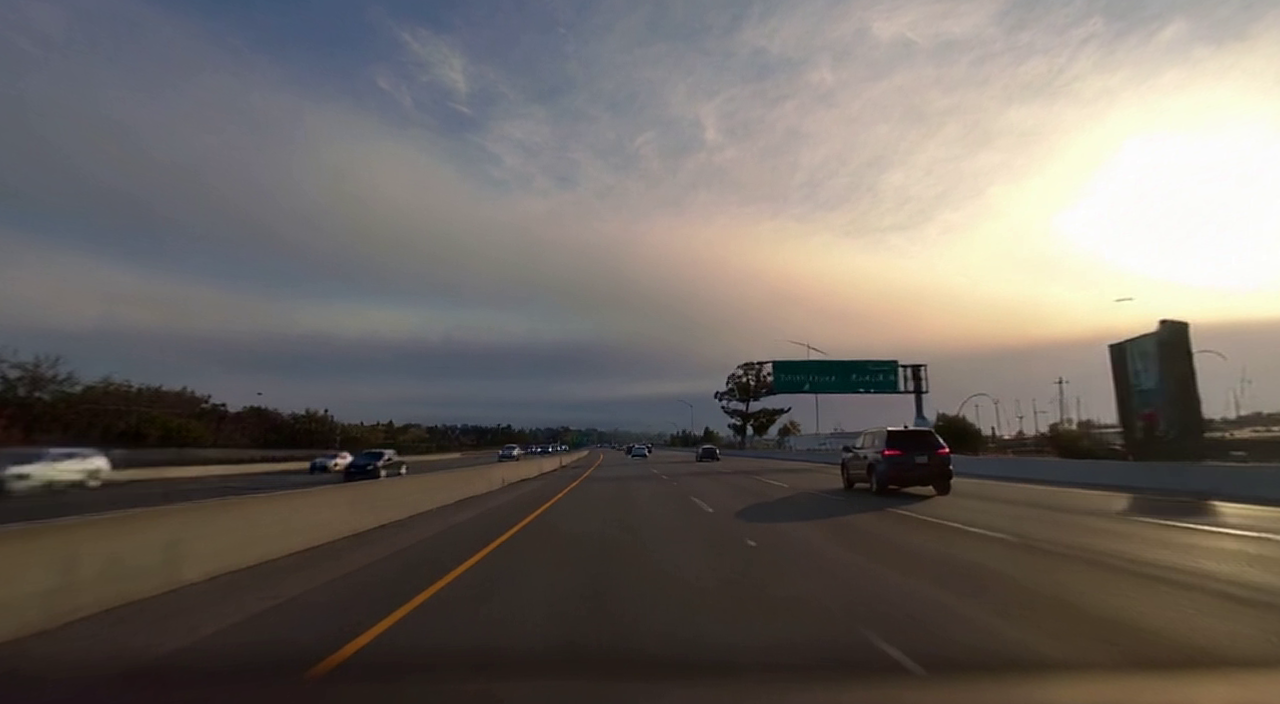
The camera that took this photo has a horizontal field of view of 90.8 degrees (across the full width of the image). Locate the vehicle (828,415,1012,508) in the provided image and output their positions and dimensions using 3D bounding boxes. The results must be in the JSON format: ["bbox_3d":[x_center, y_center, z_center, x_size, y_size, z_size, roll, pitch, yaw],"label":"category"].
[{"bbox_3d":[6.702,2.698,15.950,2.181,1.952,4.973,0,-9,-2],"label":"vehicle"}]

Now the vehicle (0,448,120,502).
[{"bbox_3d":[-20.348,4.042,21.147,1.987,1.598,4.611,0,-9,-1],"label":"vehicle"}]

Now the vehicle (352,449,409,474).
[{"bbox_3d":[-17.906,7.539,43.829,2.079,1.623,4.775,0,-9,-2],"label":"vehicle"}]

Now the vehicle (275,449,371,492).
[{"bbox_3d":[-13.855,5.150,27.944,1.958,1.689,4.544,0,-9,-1],"label":"vehicle"}]
